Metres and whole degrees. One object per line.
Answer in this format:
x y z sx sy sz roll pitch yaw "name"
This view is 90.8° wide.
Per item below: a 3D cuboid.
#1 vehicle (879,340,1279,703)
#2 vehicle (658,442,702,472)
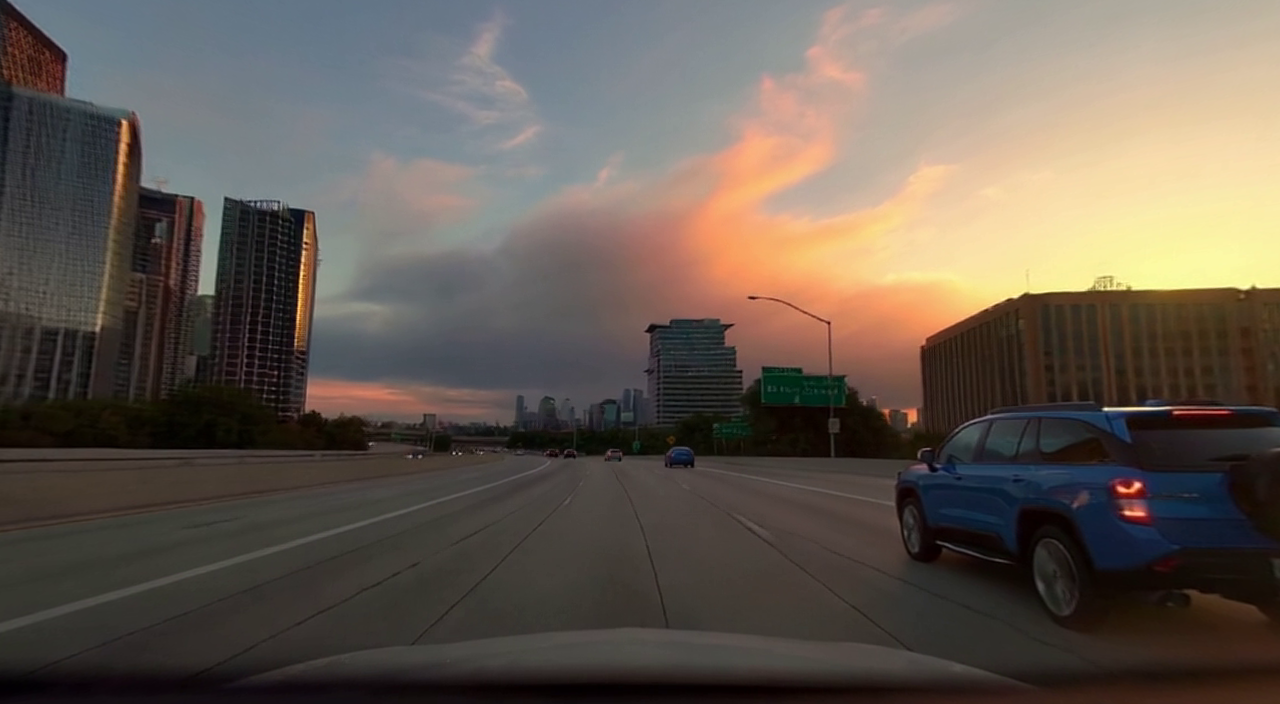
4.036 1.139 5.388 2.182 1.826 4.392 0 -8 -1 "vehicle"
2.475 6.681 40.632 2.110 1.780 4.682 0 -8 -5 "vehicle"
